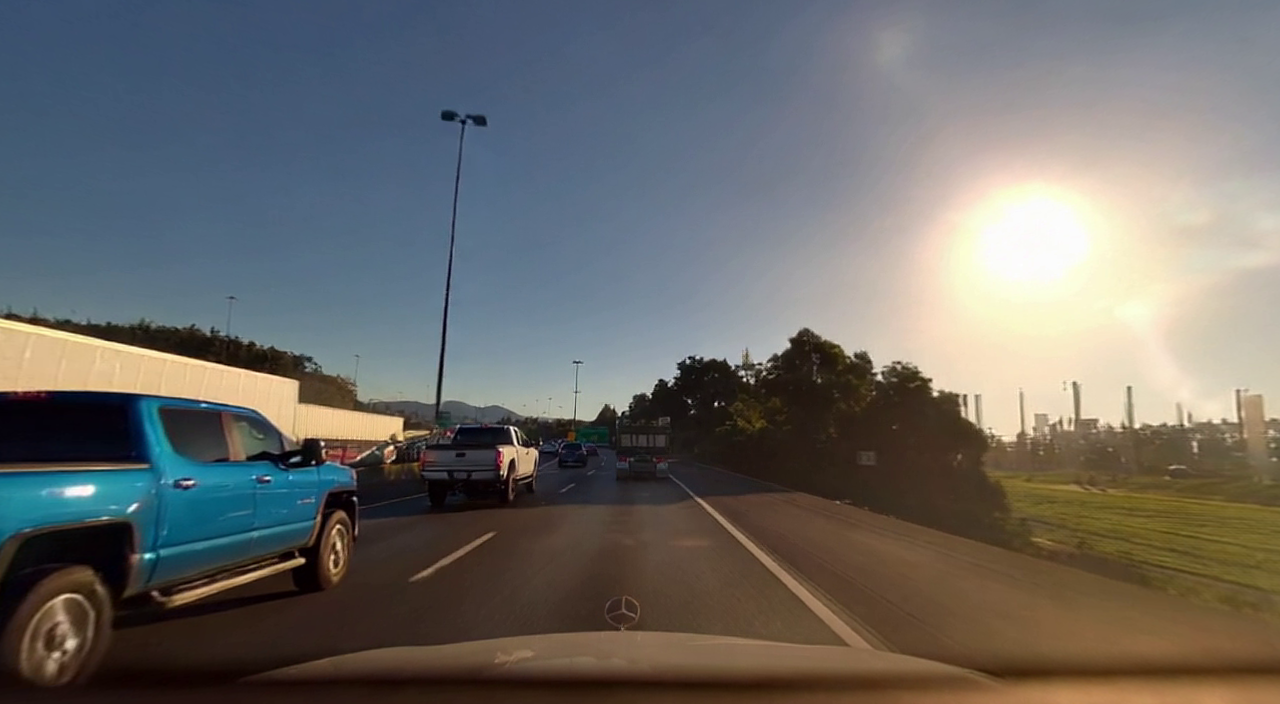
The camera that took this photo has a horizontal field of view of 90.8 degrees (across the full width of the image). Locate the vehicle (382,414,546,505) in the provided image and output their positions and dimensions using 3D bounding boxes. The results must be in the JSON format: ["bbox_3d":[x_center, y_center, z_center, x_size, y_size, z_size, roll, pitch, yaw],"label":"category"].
[{"bbox_3d":[-4.293,2.789,16.771,2.575,1.958,5.730,-1,-8,1],"label":"vehicle"}]

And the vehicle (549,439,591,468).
[{"bbox_3d":[-4.778,7.031,43.755,2.329,1.859,4.823,0,-8,0],"label":"vehicle"}]

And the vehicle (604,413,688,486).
[{"bbox_3d":[0.086,3.911,25.495,2.886,2.471,7.692,0,-8,-2],"label":"vehicle"}]

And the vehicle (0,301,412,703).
[{"bbox_3d":[-3.535,0.972,3.916,2.303,1.835,5.044,0,-8,1],"label":"vehicle"}]
